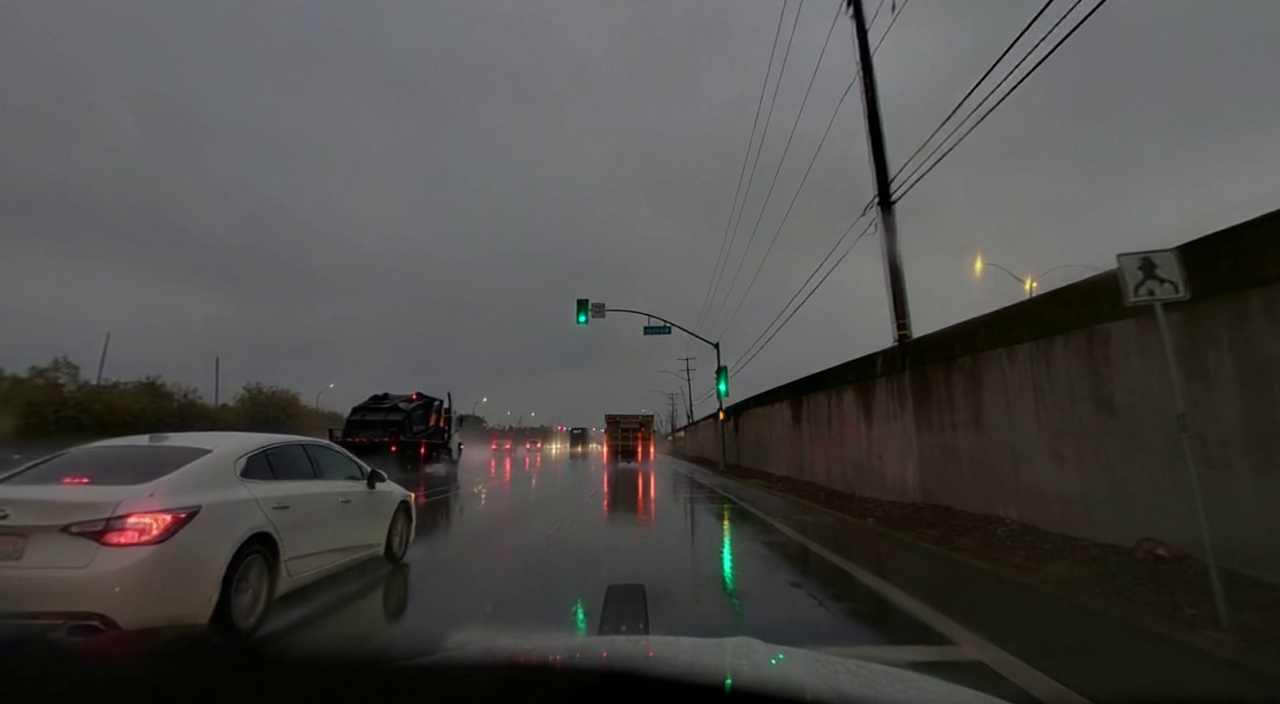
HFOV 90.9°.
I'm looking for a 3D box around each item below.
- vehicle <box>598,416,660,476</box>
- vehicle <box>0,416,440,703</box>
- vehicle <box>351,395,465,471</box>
[{"bbox_3d":[-0.505,4.031,27.089,2.355,2.305,5.336,0,-9,-2],"label":"vehicle"},{"bbox_3d":[-3.711,1.452,5.807,2.019,1.480,4.966,-1,-8,1],"label":"vehicle"},{"bbox_3d":[-12.945,4.735,36.299,3.016,3.847,8.707,-1,-8,2],"label":"vehicle"}]
